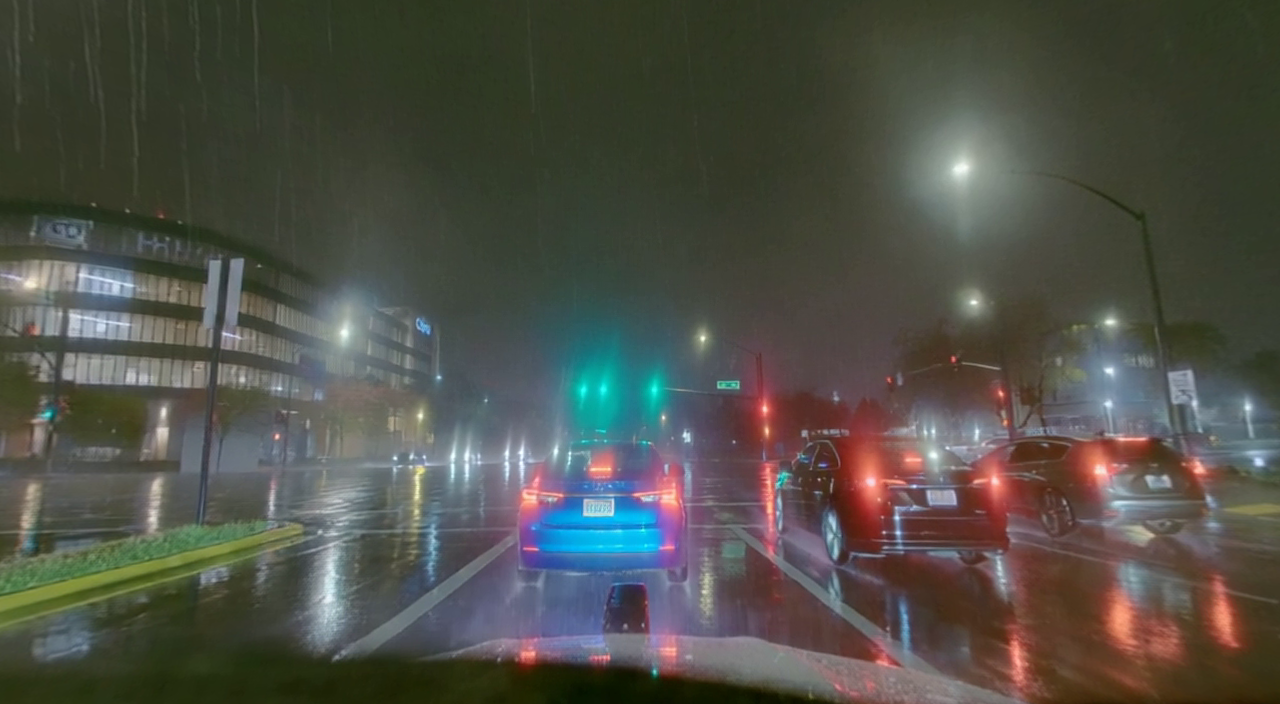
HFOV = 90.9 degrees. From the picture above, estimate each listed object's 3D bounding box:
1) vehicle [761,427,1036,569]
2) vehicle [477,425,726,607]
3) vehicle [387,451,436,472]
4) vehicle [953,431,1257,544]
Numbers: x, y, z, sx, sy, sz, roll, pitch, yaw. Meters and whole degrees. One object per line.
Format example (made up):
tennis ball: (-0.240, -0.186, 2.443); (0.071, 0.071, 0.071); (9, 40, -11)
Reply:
vehicle: (3.215, 1.889, 8.969); (2.042, 1.508, 4.109); (0, -8, -2)
vehicle: (-0.368, 1.655, 7.287); (2.059, 1.477, 3.988); (0, -8, -1)
vehicle: (-17.098, 8.189, 47.381); (2.048, 1.463, 4.530); (0, -8, -1)
vehicle: (7.443, 2.165, 10.785); (1.908, 1.517, 4.182); (0, -8, -1)
